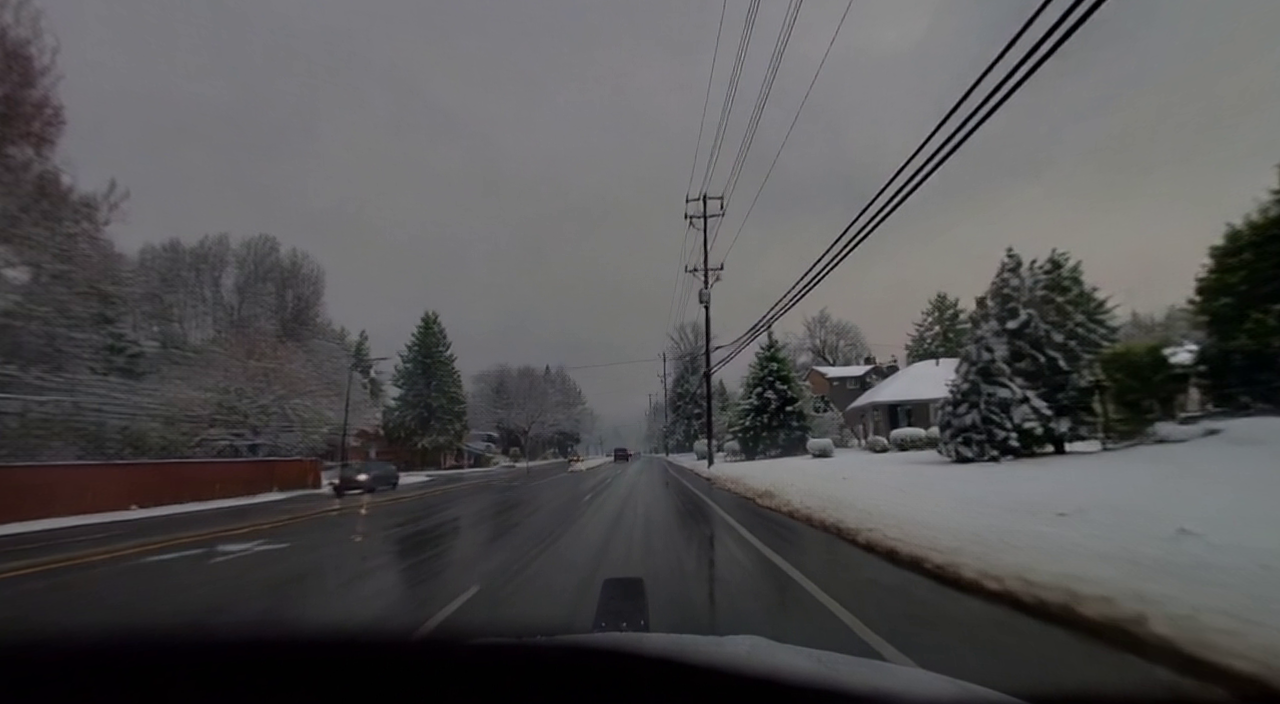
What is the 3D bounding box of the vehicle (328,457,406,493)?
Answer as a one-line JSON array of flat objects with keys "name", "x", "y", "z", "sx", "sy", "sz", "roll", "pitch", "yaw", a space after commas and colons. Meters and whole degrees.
[{"name": "vehicle", "x": -14.178, "y": 6.389, "z": 33.071, "sx": 1.996, "sy": 1.695, "sz": 4.635, "roll": 0, "pitch": -9, "yaw": 0}]
